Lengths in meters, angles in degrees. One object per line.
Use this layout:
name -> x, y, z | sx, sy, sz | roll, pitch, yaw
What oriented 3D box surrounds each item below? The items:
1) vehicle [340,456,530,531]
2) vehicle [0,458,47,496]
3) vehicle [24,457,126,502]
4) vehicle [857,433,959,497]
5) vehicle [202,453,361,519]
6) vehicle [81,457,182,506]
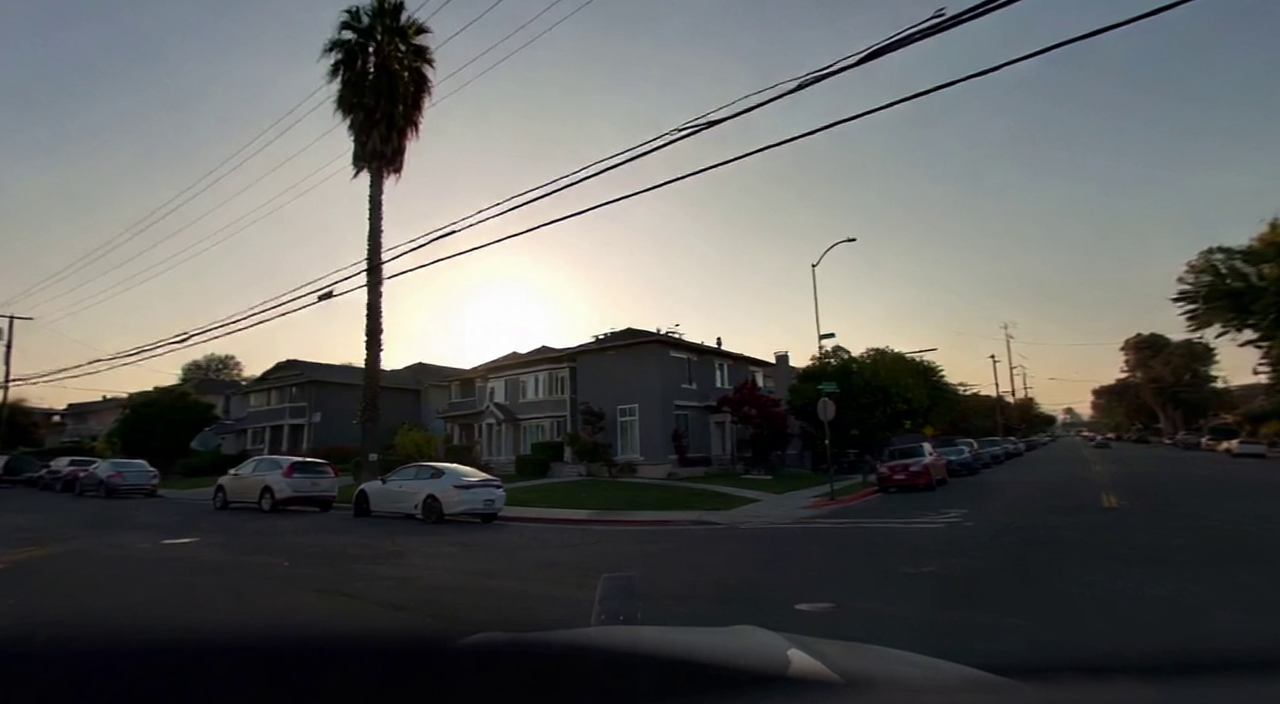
vehicle -> -4.821, 3.162, 14.681 | 4.448, 1.437, 1.786 | -6, -10, 34
vehicle -> -34.689, 6.766, 34.421 | 4.871, 1.826, 2.115 | -6, -10, 32
vehicle -> -25.225, 5.618, 28.196 | 4.633, 1.761, 1.922 | -5, -10, 30
vehicle -> 8.841, 3.602, 20.602 | 2.179, 1.791, 4.547 | -6, -10, 33
vehicle -> -10.328, 3.751, 18.153 | 4.471, 1.623, 1.943 | -5, -10, 31
vehicle -> -20.255, 5.071, 25.118 | 4.294, 1.675, 1.894 | -6, -10, 35
